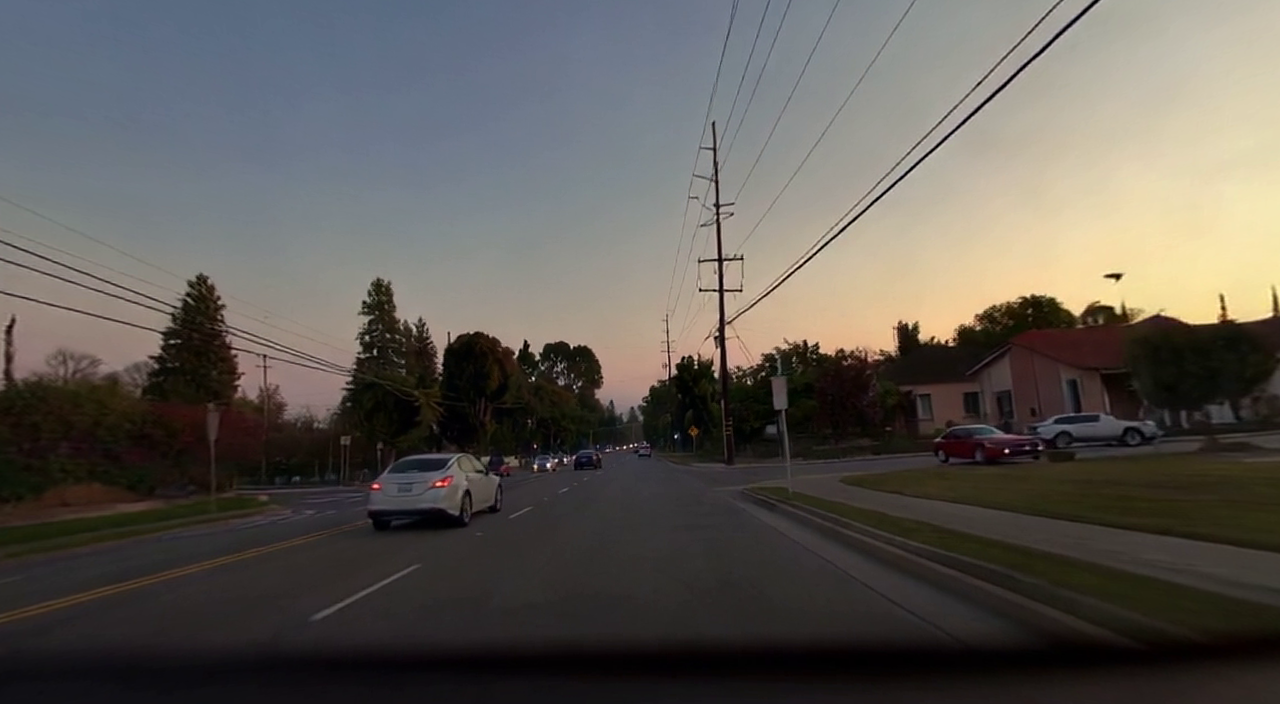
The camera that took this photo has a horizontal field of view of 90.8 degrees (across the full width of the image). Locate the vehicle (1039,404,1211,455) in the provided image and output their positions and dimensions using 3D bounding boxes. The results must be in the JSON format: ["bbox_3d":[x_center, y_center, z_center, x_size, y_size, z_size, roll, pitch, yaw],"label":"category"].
[{"bbox_3d":[19.226,3.138,25.326,4.817,1.919,2.308,-1,-9,7],"label":"vehicle"}]

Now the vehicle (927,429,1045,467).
[{"bbox_3d":[14.173,3.952,26.106,3.830,1.474,1.771,-1,-9,9],"label":"vehicle"}]

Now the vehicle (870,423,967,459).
[{"bbox_3d":[14.673,4.735,33.557,4.495,1.806,2.076,-3,-9,20],"label":"vehicle"}]

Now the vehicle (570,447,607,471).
[{"bbox_3d":[-3.340,7.028,41.744,1.943,1.455,4.414,0,-8,2],"label":"vehicle"}]

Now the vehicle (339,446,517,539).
[{"bbox_3d":[-3.787,2.560,12.262,1.704,1.430,4.587,0,-8,2],"label":"vehicle"}]

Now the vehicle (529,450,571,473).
[{"bbox_3d":[-6.917,8.547,49.480,2.347,1.607,5.953,0,-8,1],"label":"vehicle"}]
